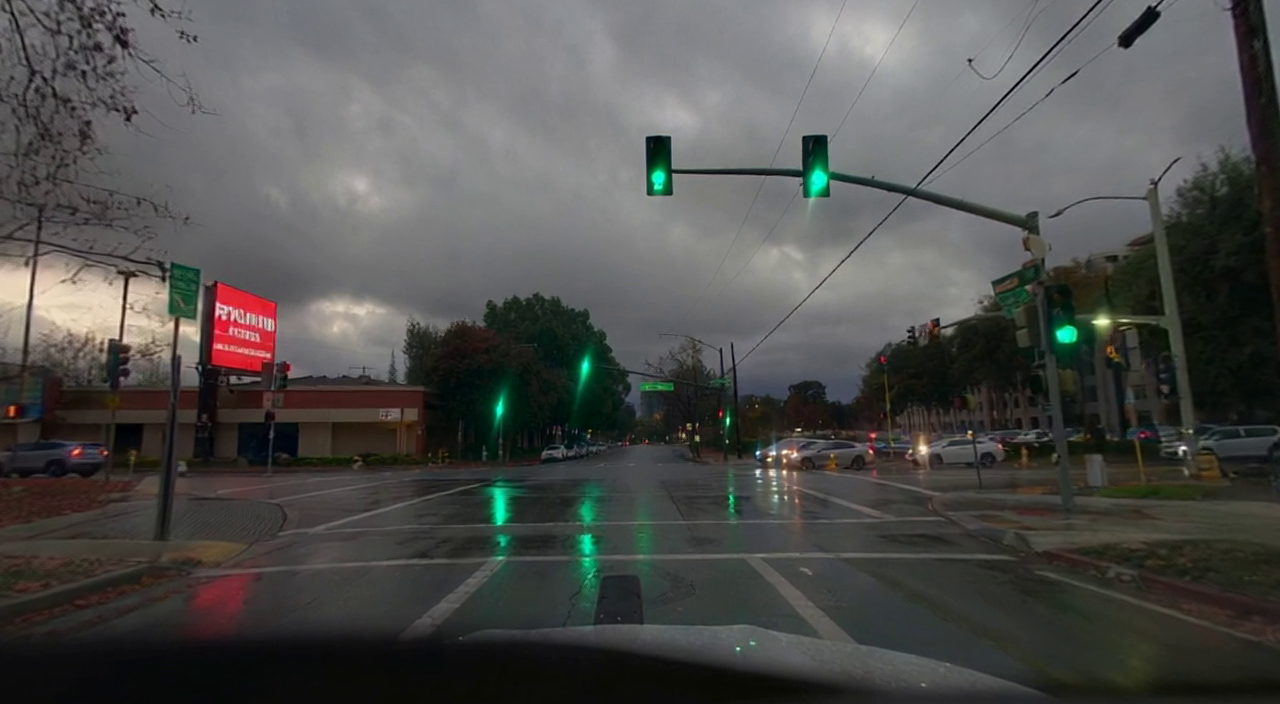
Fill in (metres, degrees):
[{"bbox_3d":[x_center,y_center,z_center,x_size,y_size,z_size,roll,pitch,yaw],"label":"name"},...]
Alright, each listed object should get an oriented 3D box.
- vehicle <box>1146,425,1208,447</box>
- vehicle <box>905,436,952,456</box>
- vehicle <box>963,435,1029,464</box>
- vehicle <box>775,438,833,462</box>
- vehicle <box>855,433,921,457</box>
[{"bbox_3d":[41.064,6.452,47.986,1.682,1.422,3.422,3,-10,1],"label":"vehicle"},{"bbox_3d":[21.814,7.136,47.496,1.923,1.463,3.758,-1,-9,3],"label":"vehicle"},{"bbox_3d":[20.985,5.737,37.100,1.851,1.388,3.475,0,-4,0],"label":"vehicle"},{"bbox_3d":[11.087,6.622,42.246,1.955,1.508,4.295,-8,-12,42],"label":"vehicle"},{"bbox_3d":[16.926,6.334,42.692,4.522,1.546,1.941,6,-11,-34],"label":"vehicle"}]
